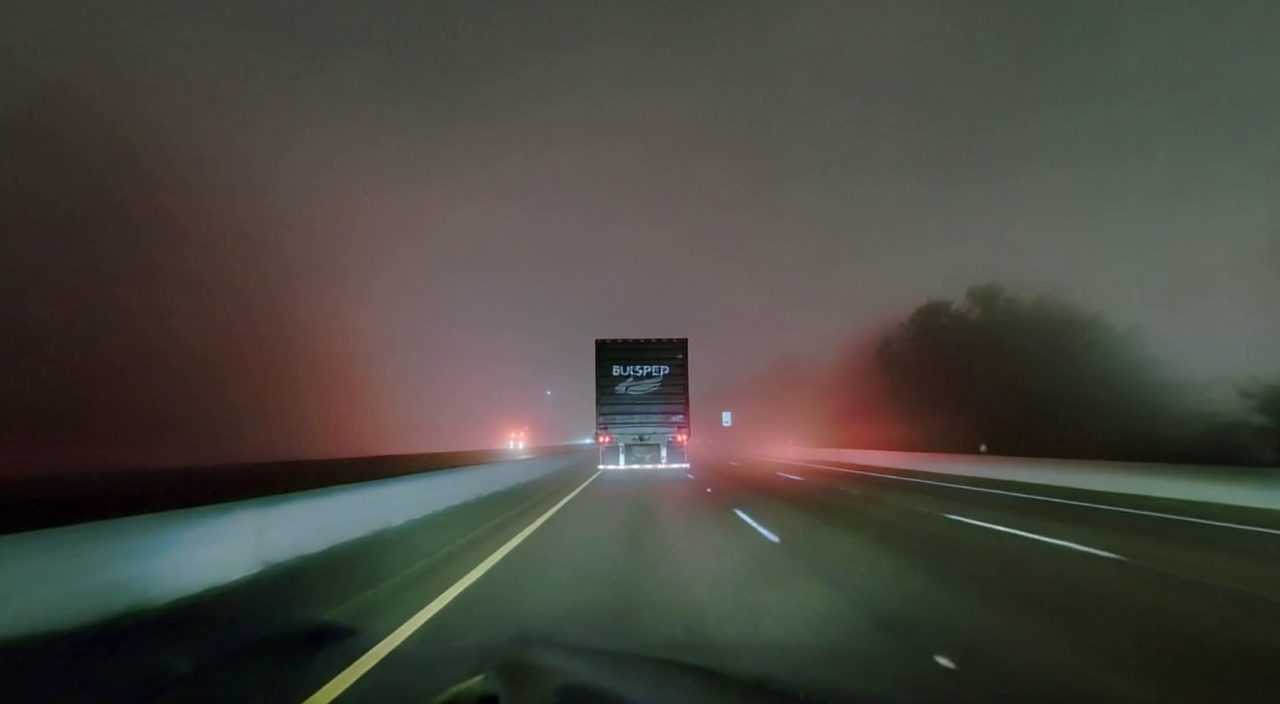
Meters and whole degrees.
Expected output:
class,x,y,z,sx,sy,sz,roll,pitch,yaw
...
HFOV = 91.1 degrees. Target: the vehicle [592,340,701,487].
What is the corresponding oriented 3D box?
class,x,y,z,sx,sy,sz,roll,pitch,yaw
vehicle,0.127,2.192,21.018,2.870,3.911,8.697,0,-8,-1
